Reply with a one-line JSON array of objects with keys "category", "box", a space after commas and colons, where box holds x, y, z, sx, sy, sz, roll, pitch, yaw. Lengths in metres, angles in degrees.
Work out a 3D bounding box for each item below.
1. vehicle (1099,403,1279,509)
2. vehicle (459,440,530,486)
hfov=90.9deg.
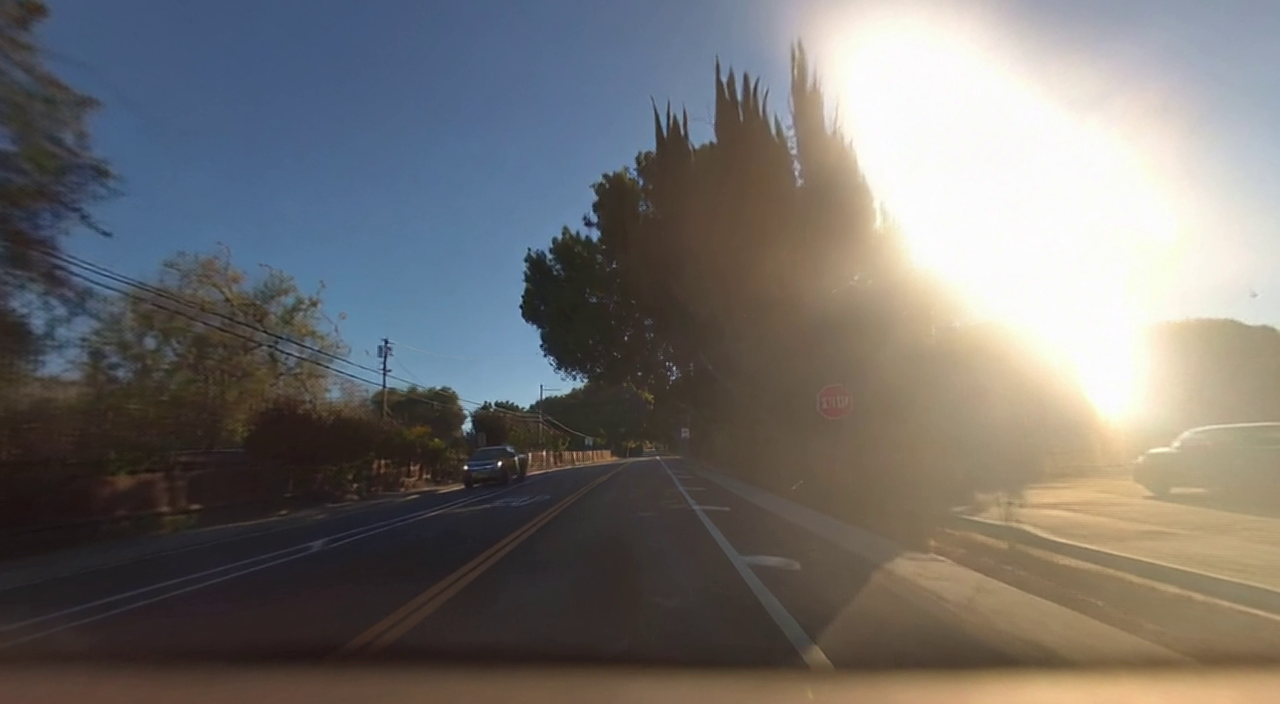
[{"category": "vehicle", "box": [11.454, 1.949, 12.095, 1.951, 1.744, 4.014, 1, -8, -7]}, {"category": "vehicle", "box": [-6.258, 4.866, 27.652, 1.992, 1.797, 4.372, -2, -10, 1]}]
